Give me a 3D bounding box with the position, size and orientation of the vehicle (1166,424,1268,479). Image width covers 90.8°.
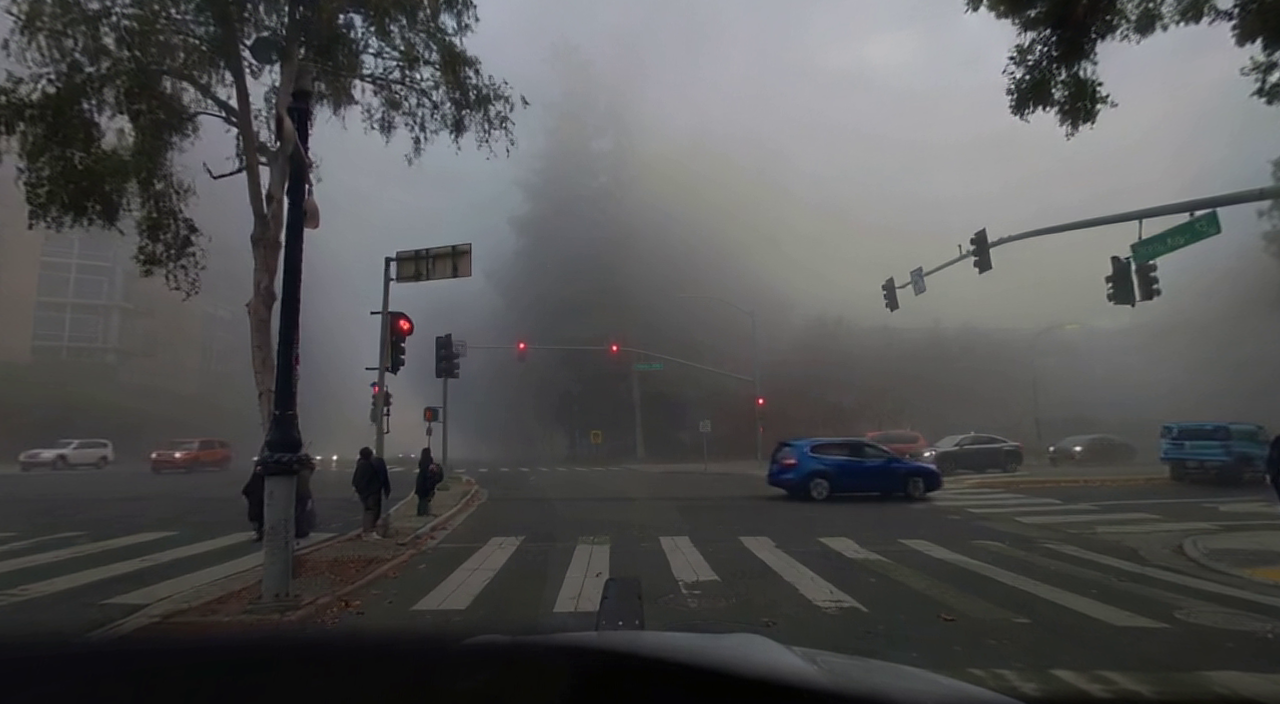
[{"bbox_3d":[21.419,3.644,23.388,4.509,1.821,2.066,7,-11,-40],"label":"vehicle"}]

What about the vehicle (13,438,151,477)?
[{"bbox_3d":[-31.008,5.846,35.486,2.456,1.961,5.978,0,-8,-3],"label":"vehicle"}]

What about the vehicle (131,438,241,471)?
[{"bbox_3d":[-27.586,6.248,38.742,2.388,1.858,6.056,0,-8,-2],"label":"vehicle"}]

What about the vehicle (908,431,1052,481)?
[{"bbox_3d":[12.941,3.920,24.068,4.742,1.762,2.180,3,-9,-22],"label":"vehicle"}]

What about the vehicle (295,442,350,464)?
[{"bbox_3d":[-24.813,7.925,49.570,2.056,1.604,4.436,0,-8,-2],"label":"vehicle"}]

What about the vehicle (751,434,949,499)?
[{"bbox_3d":[5.214,2.900,16.183,4.312,1.540,2.007,0,-8,-1],"label":"vehicle"}]

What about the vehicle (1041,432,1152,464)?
[{"bbox_3d":[27.760,5.880,38.779,2.457,1.777,6.196,-1,-8,3],"label":"vehicle"}]
